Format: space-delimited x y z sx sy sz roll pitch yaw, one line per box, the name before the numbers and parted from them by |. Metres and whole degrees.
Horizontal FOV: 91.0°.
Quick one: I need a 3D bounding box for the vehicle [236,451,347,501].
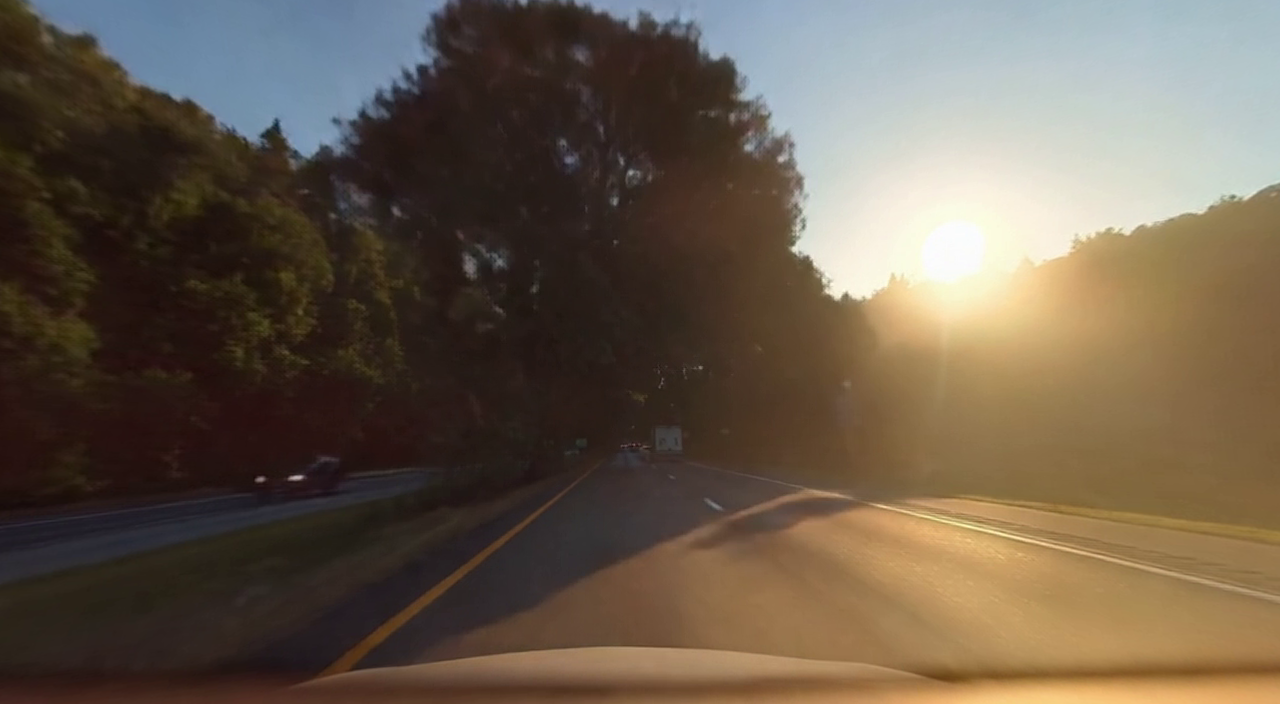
vehicle | -12.897 4.572 23.623 1.989 1.612 3.884 0 -8 -1
